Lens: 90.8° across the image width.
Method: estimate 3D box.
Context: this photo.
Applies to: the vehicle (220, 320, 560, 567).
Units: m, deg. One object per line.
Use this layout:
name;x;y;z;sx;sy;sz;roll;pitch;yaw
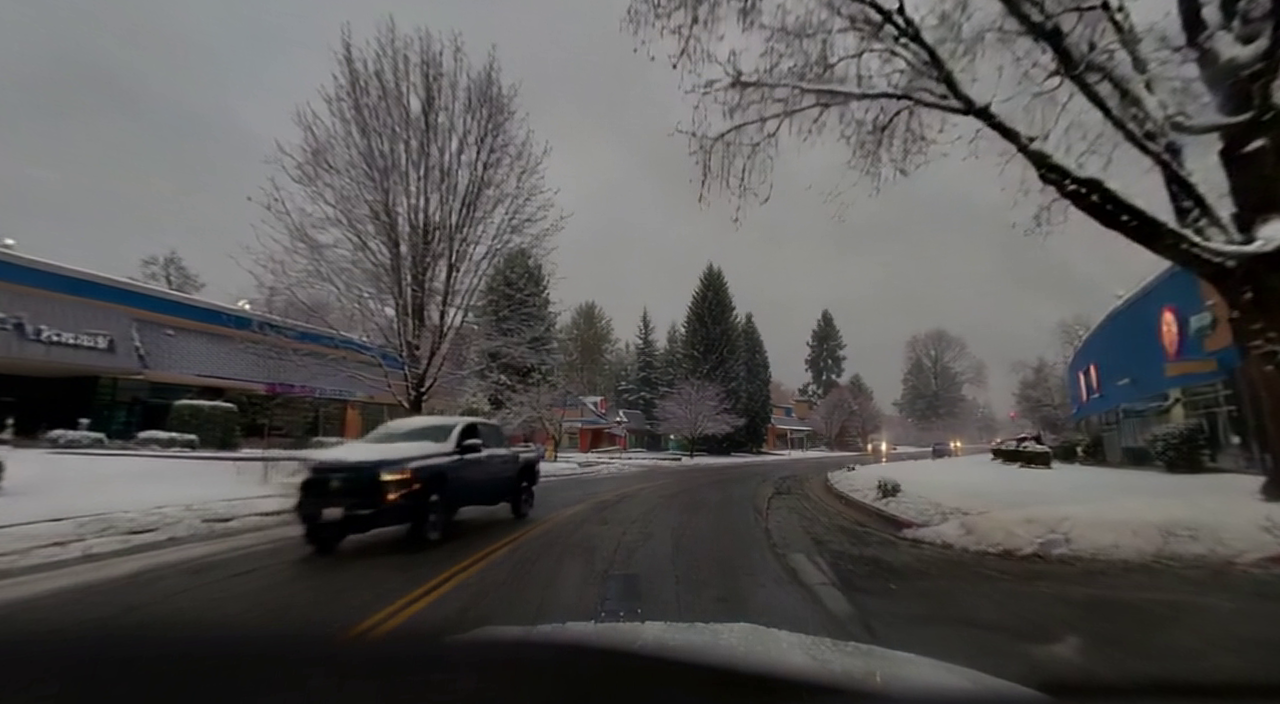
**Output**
vehicle;-3.399;1.573;10.983;2.489;2.884;6.940;-1;-9;6
